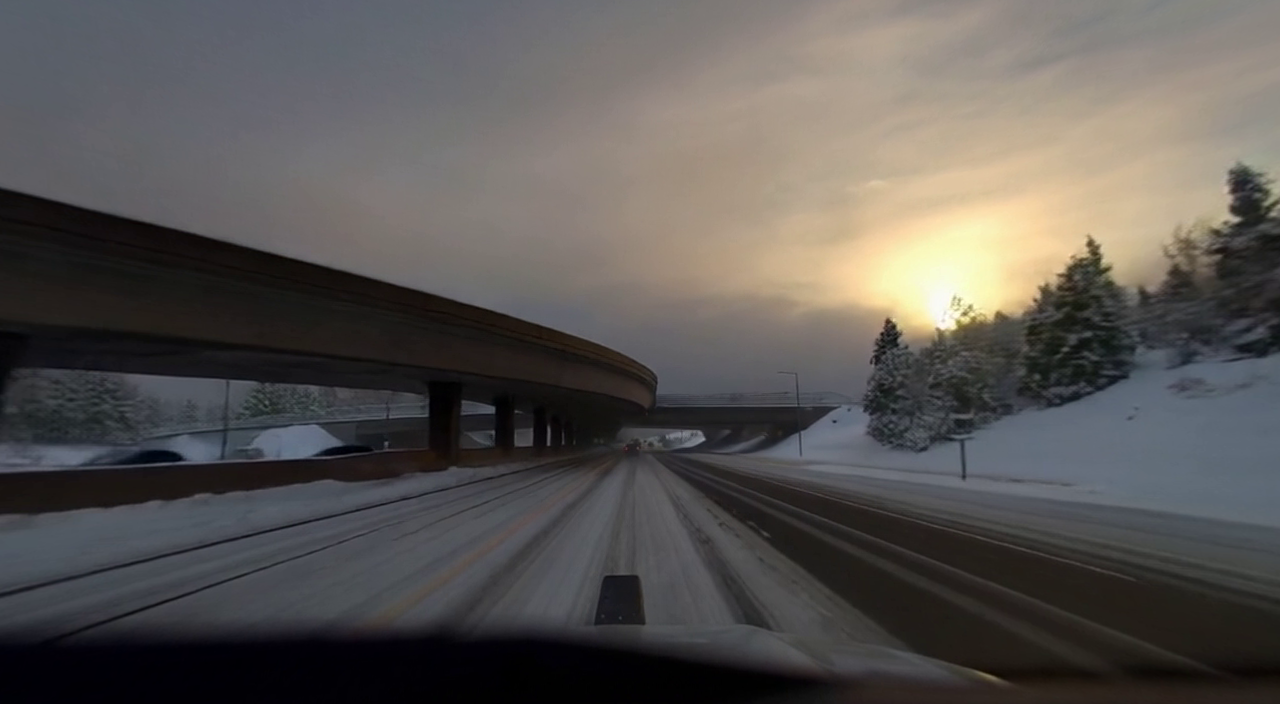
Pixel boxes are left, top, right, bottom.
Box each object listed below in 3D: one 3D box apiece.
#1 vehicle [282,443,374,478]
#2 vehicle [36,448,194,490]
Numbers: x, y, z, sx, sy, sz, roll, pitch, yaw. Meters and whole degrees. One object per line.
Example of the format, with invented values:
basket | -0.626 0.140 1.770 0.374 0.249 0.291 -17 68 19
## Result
vehicle | -14.429 5.033 29.550 1.931 1.502 4.616 0 -9 0
vehicle | -20.761 4.612 25.330 2.312 1.503 4.691 0 -9 0
